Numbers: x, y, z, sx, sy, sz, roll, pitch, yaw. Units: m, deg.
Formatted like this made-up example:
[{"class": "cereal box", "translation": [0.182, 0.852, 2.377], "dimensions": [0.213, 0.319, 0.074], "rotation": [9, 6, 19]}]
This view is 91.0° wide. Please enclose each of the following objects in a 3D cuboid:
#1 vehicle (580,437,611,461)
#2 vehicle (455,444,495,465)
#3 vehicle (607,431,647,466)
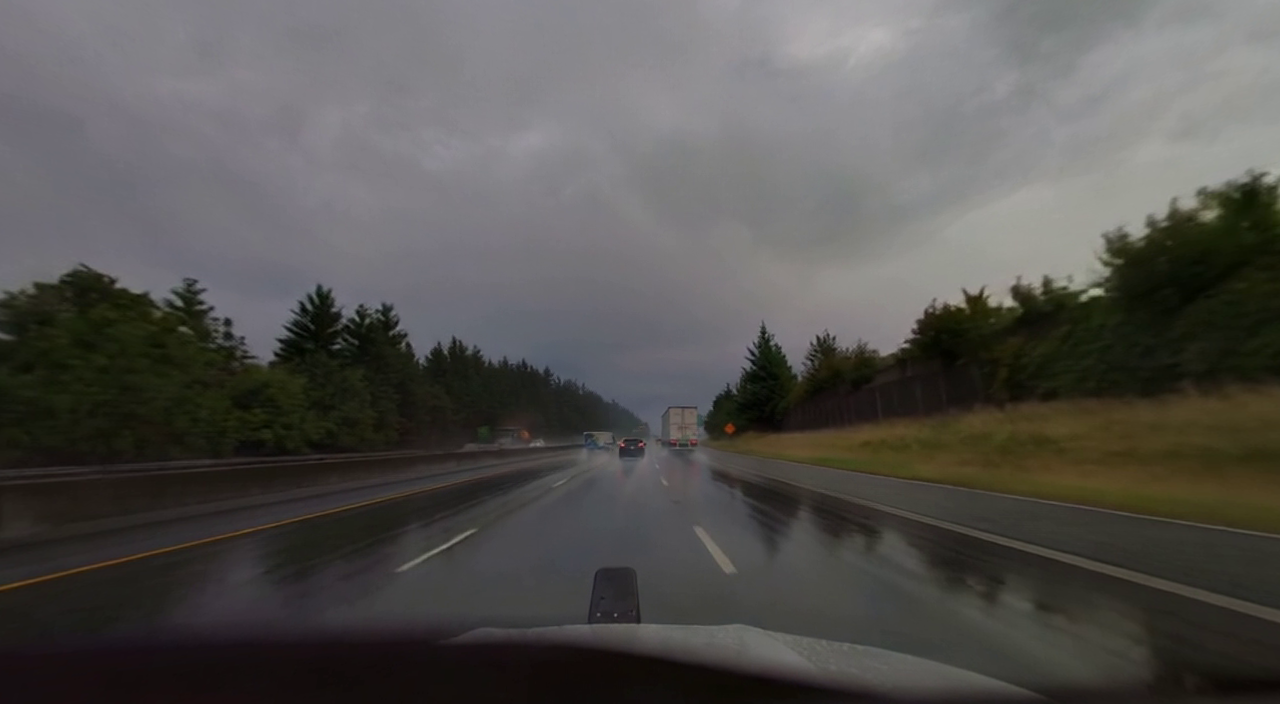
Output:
[{"class": "vehicle", "translation": [-3.457, 7.551, 49.162], "dimensions": [2.047, 1.757, 4.183], "rotation": [-1, -8, 1]}, {"class": "vehicle", "translation": [-12.442, 7.756, 47.729], "dimensions": [1.880, 1.515, 4.210], "rotation": [-1, -8, 1]}, {"class": "vehicle", "translation": [-0.736, 5.702, 37.312], "dimensions": [2.211, 1.933, 4.315], "rotation": [0, -8, 0]}]
